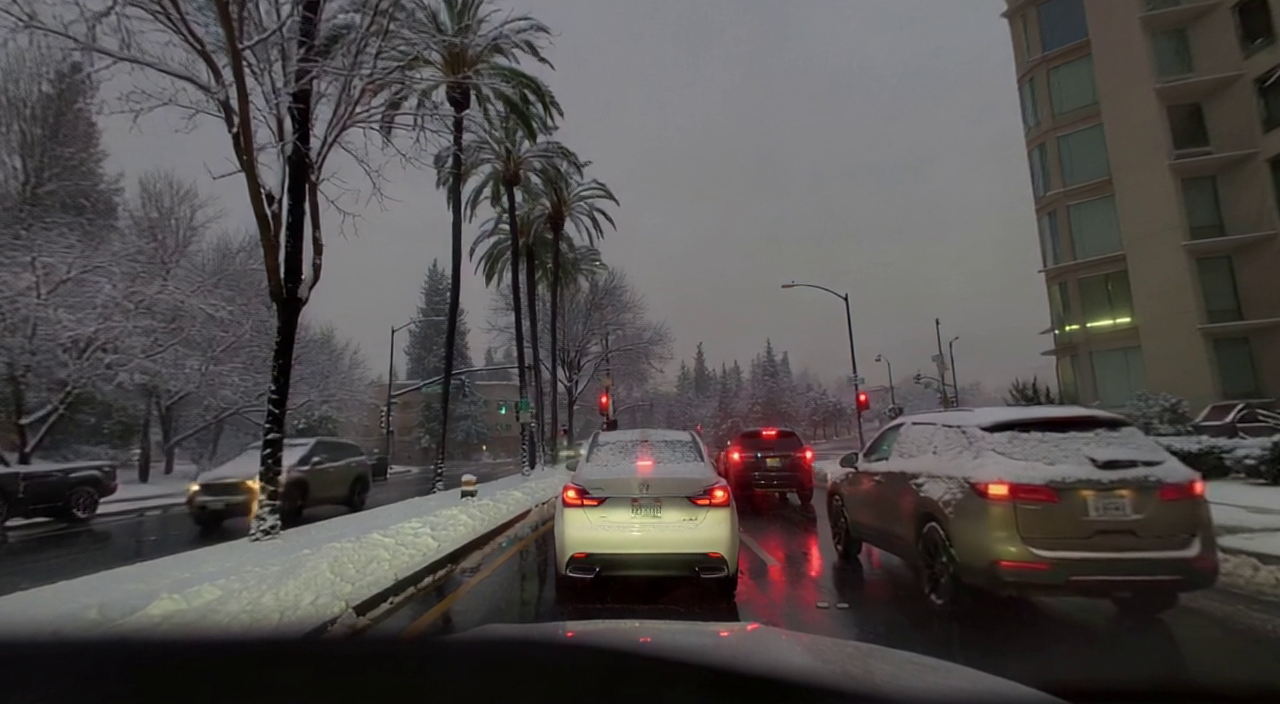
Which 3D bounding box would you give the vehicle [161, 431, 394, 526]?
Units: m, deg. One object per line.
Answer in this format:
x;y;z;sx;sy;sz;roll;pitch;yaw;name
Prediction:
-7.423;2.598;13.571;2.053;1.693;4.198;-2;-9;9;vehicle

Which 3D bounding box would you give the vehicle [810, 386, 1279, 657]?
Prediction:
3.301;1.413;6.312;2.003;1.733;4.319;0;-8;0;vehicle

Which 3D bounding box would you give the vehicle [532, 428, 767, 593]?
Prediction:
0.125;1.721;7.705;2.088;1.452;3.993;0;-8;1;vehicle

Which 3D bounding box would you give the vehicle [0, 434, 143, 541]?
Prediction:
-13.050;2.717;12.290;2.240;1.964;5.707;-6;-8;0;vehicle
